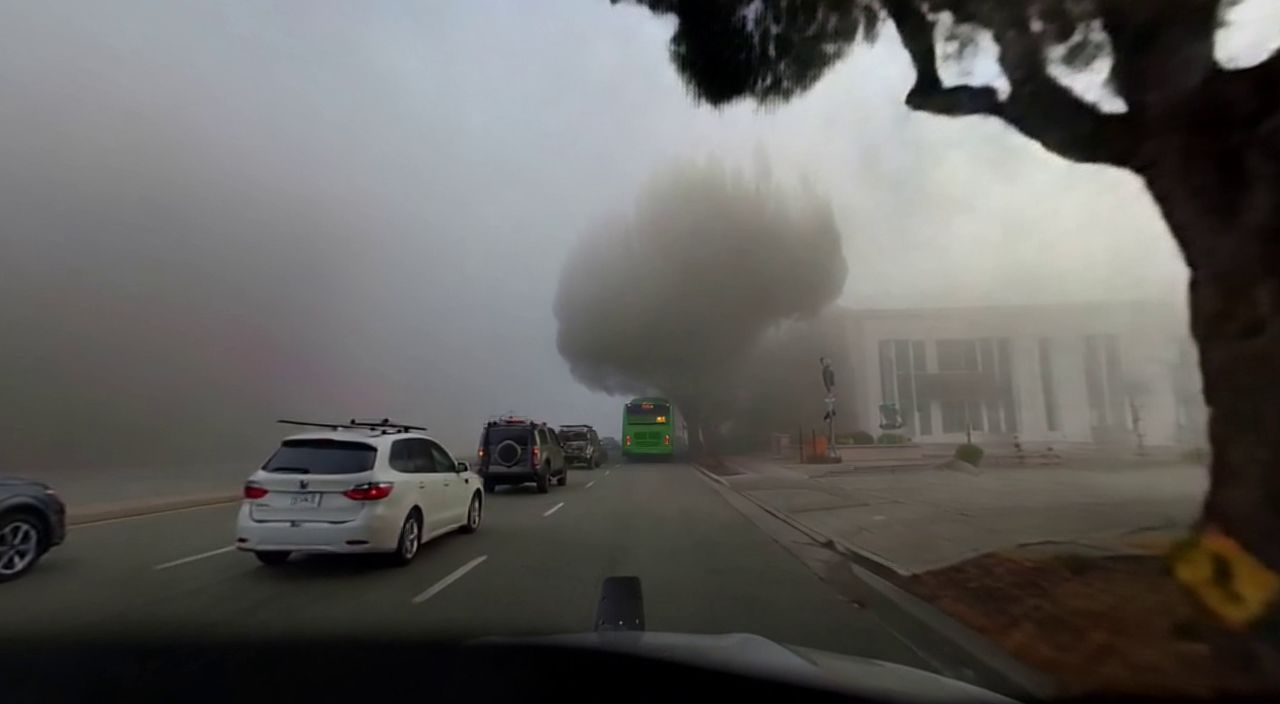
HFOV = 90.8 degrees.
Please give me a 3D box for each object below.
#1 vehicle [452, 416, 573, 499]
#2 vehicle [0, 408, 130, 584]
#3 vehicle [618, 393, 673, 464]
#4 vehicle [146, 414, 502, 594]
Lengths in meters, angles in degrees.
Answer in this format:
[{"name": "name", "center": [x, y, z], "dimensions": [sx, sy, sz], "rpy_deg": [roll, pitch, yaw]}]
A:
[{"name": "vehicle", "center": [-3.195, 2.798, 17.089], "dimensions": [2.095, 1.892, 5.043], "rpy_deg": [0, -8, 1]}, {"name": "vehicle", "center": [-7.332, 1.284, 5.341], "dimensions": [2.252, 1.686, 4.447], "rpy_deg": [0, -9, 1]}, {"name": "vehicle", "center": [0.391, 5.064, 40.600], "dimensions": [2.970, 3.857, 12.200], "rpy_deg": [0, -9, 1]}, {"name": "vehicle", "center": [-3.297, 1.682, 7.892], "dimensions": [2.042, 1.571, 4.475], "rpy_deg": [0, -9, 1]}]
